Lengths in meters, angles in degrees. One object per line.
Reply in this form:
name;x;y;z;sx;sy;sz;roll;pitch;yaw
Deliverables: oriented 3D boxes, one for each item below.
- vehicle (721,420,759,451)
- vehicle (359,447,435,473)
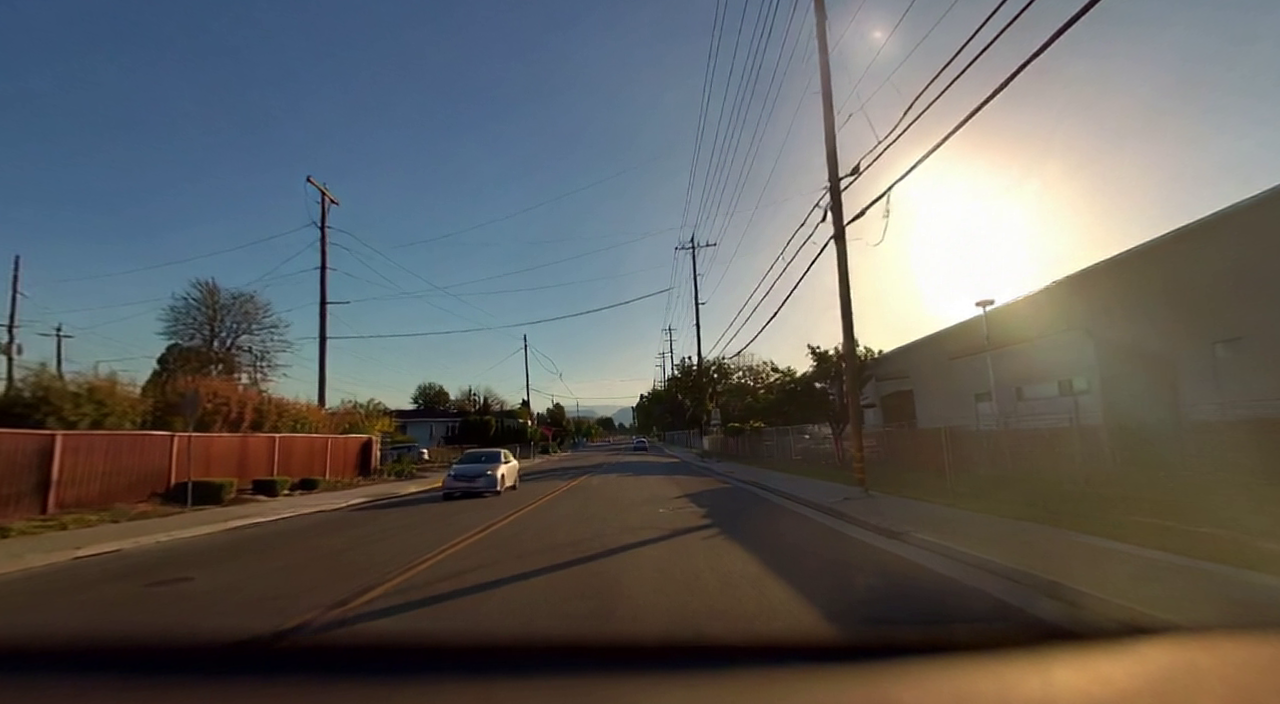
vehicle;7.818;6.605;49.813;2.169;2.325;4.759;0;-9;0
vehicle;-17.189;7.613;44.827;4.556;1.767;2.023;1;-9;-4
